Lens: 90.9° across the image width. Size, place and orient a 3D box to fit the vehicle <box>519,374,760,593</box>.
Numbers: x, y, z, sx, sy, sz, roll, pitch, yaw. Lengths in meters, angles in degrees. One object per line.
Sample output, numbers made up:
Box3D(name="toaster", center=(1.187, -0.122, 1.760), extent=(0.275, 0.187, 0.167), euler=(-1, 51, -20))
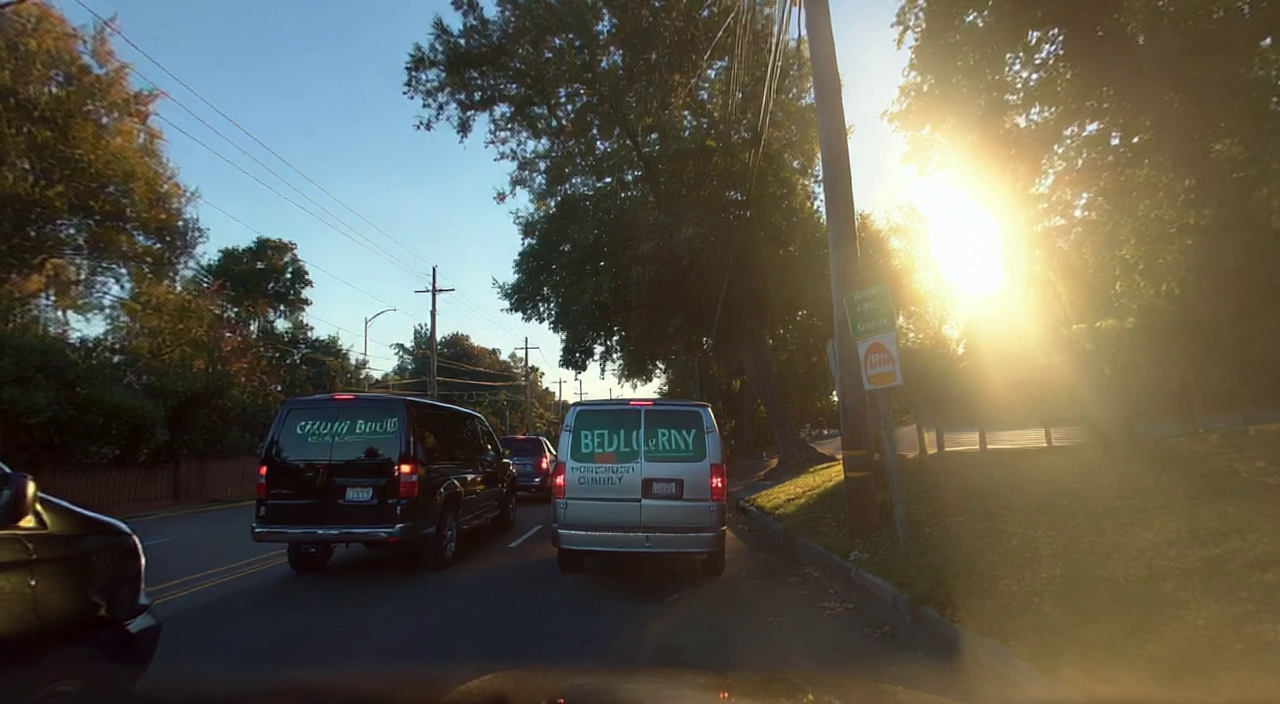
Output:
Box3D(name="vehicle", center=(0.103, 1.461, 7.690), extent=(2.117, 1.911, 4.095), euler=(-1, -8, 3))

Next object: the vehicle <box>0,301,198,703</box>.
Box3D(name="vehicle", center=(-3.113, 0.500, 0.244), extent=(2.160, 1.796, 4.997), euler=(0, -8, 1))

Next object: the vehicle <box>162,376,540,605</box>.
Box3D(name="vehicle", center=(-2.761, 1.481, 7.609), extent=(2.109, 1.851, 4.749), euler=(-1, -8, 3))
